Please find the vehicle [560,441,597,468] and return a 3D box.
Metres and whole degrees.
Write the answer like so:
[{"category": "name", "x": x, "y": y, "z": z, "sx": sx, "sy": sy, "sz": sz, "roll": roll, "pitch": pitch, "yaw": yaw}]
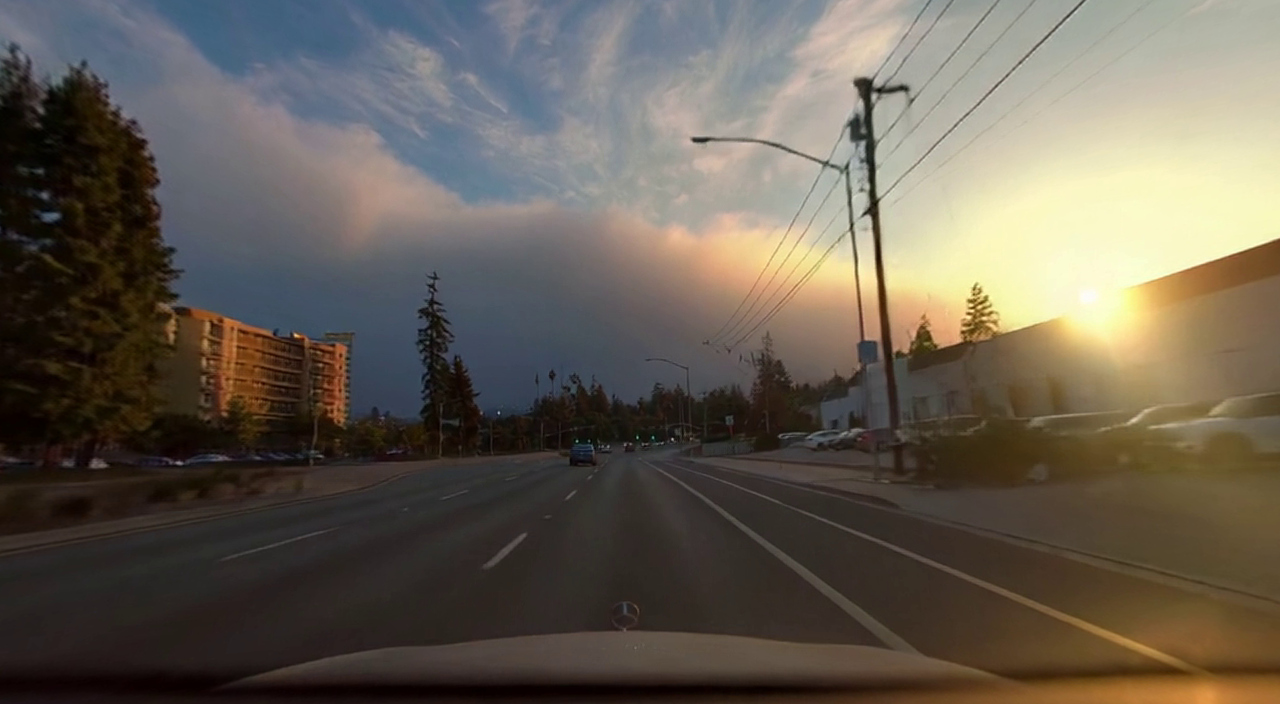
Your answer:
[{"category": "vehicle", "x": -4.015, "y": 6.777, "z": 41.882, "sx": 2.121, "sy": 1.654, "sz": 3.993, "roll": 0, "pitch": -8, "yaw": -1}]
